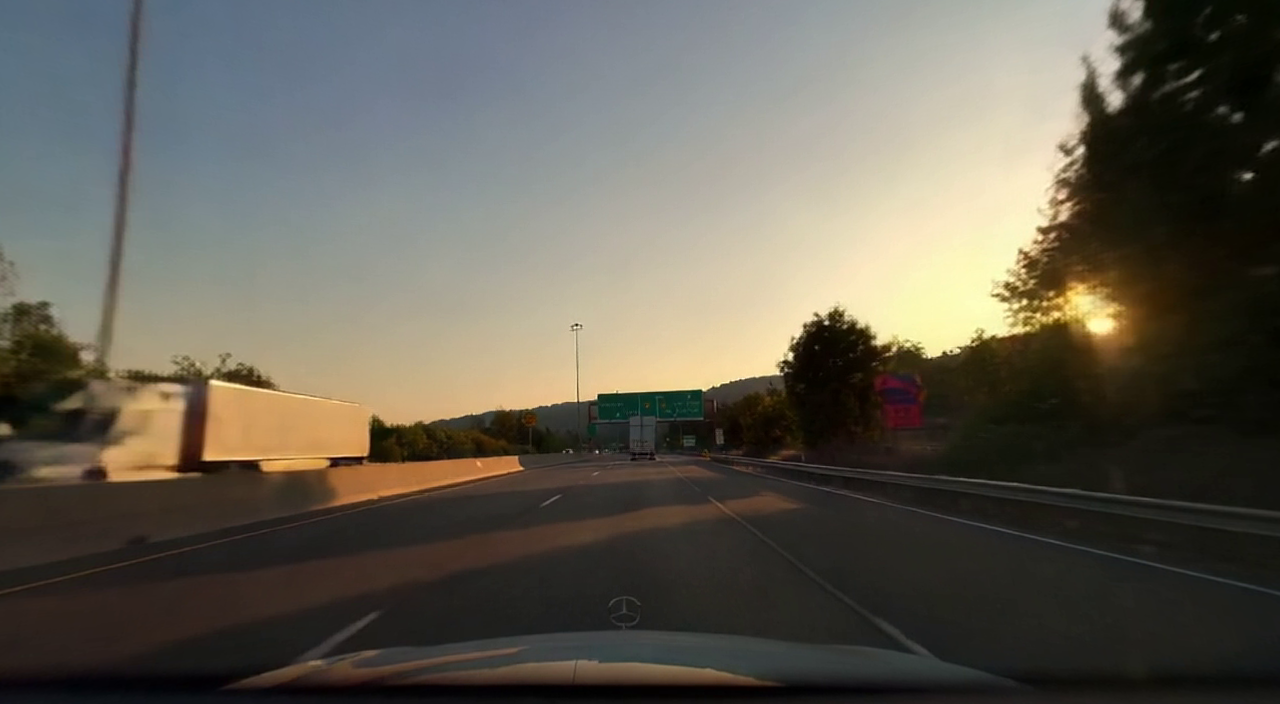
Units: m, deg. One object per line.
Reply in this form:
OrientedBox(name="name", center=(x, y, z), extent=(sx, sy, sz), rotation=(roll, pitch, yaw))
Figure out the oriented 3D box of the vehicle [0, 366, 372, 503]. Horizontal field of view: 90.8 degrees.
OrientedBox(name="vehicle", center=(-17.832, 3.858, 28.036), extent=(2.983, 3.870, 20.198), rotation=(0, -9, 0))
